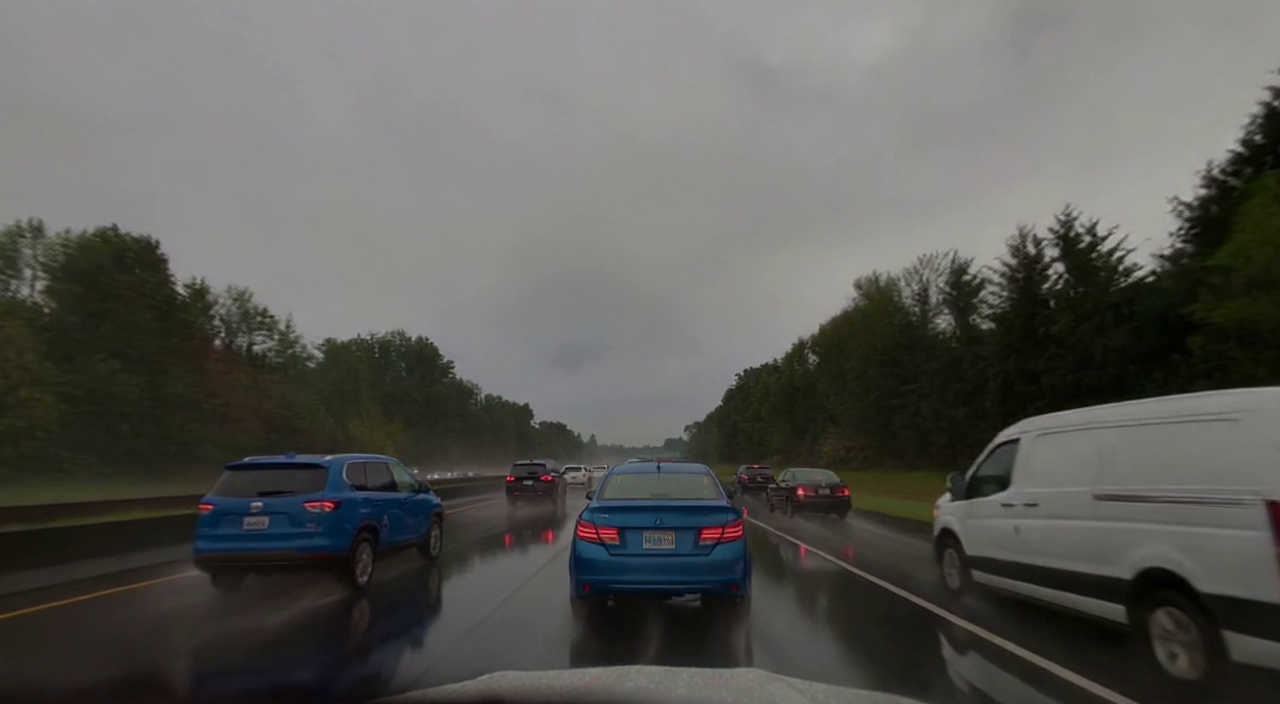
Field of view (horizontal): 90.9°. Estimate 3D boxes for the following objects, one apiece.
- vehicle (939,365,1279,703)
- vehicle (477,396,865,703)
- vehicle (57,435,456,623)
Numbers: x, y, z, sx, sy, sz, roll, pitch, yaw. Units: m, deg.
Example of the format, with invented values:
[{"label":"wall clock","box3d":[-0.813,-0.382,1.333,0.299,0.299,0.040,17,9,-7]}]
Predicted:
[{"label":"vehicle","box3d":[4.426,1.333,4.984,1.984,1.876,4.287,1,-11,0]},{"label":"vehicle","box3d":[0.135,1.495,5.499,2.057,1.725,4.126,1,-11,-1]},{"label":"vehicle","box3d":[-3.897,1.902,7.557,1.994,1.556,4.263,0,-11,1]}]
